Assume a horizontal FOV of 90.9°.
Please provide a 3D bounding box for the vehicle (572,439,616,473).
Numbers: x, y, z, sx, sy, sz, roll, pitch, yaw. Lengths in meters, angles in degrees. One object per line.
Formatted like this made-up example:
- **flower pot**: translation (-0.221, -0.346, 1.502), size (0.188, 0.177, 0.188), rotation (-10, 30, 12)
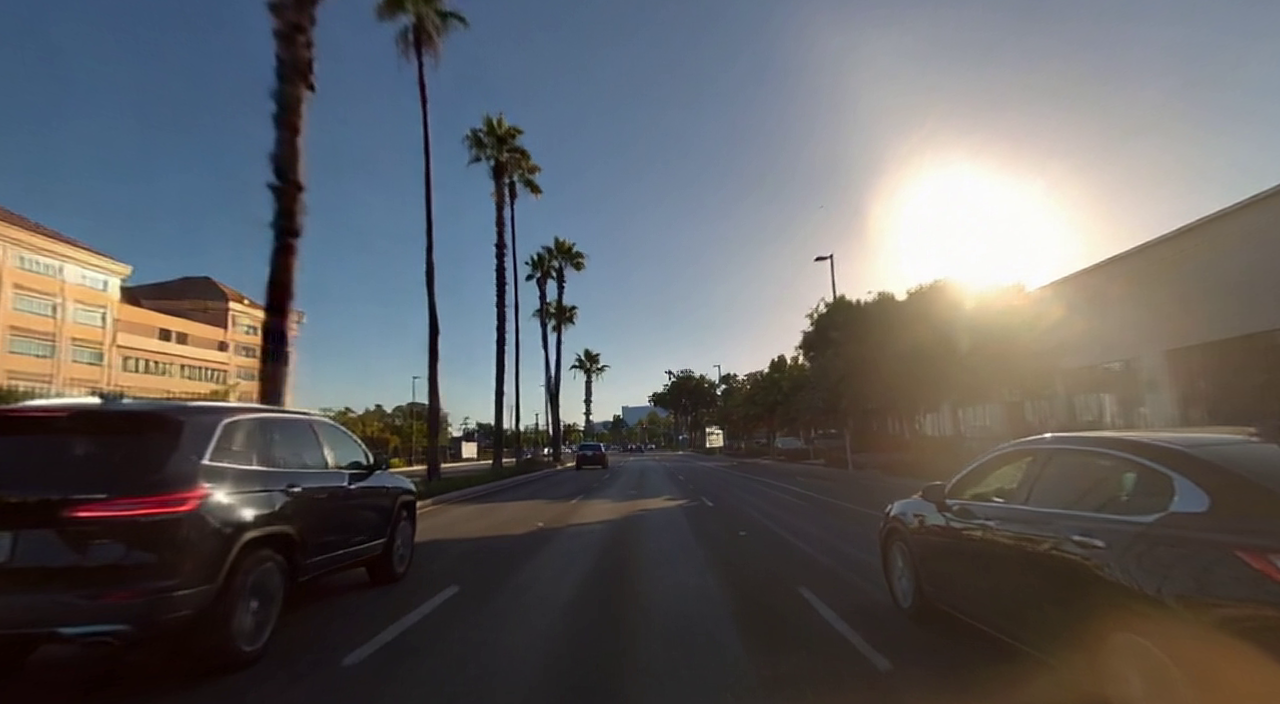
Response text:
- **vehicle**: translation (-2.464, 5.726, 34.846), size (1.998, 1.743, 4.402), rotation (0, -8, 1)

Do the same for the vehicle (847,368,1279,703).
- **vehicle**: translation (2.885, 1.072, 3.667), size (1.946, 1.513, 4.133), rotation (0, -8, 0)

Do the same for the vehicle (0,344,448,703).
- **vehicle**: translation (-3.246, 1.178, 4.964), size (2.058, 1.804, 4.391), rotation (0, -8, 0)
